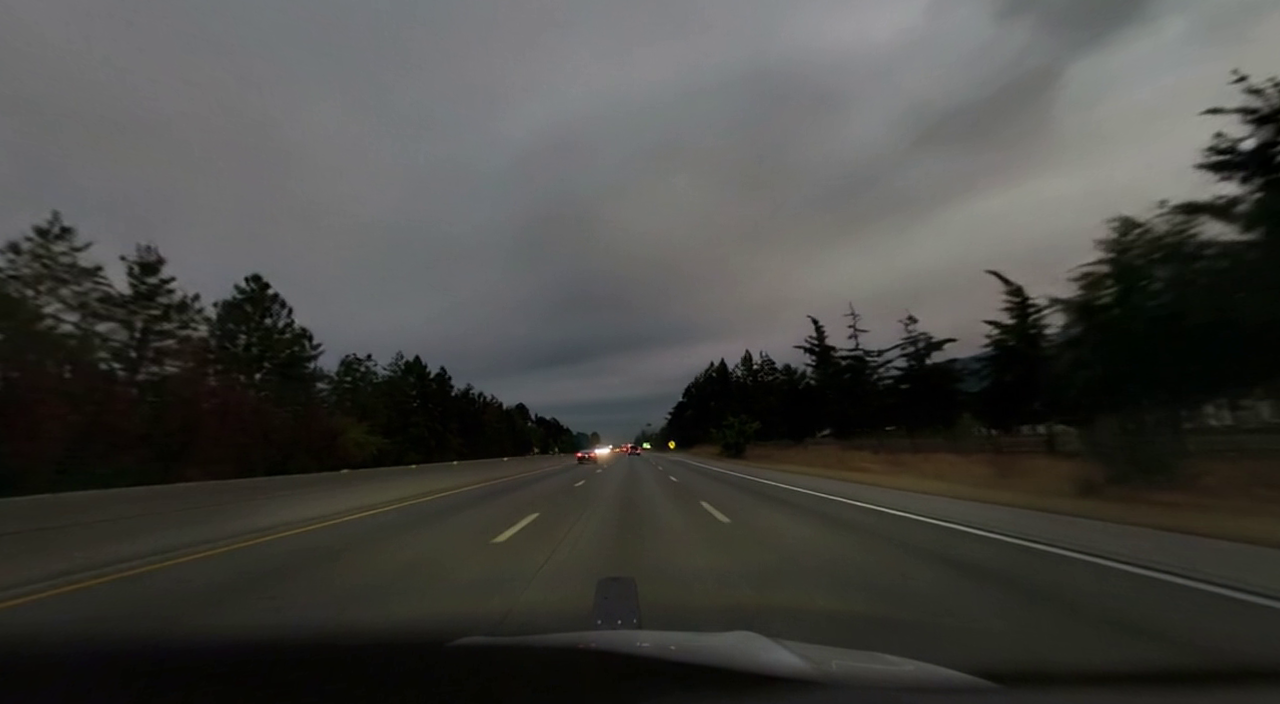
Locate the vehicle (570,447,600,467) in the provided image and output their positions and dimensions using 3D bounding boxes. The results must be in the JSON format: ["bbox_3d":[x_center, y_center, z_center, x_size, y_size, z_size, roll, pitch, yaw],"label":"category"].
[{"bbox_3d":[-4.245,8.222,49.214,1.970,1.492,3.944,0,-9,0],"label":"vehicle"}]
